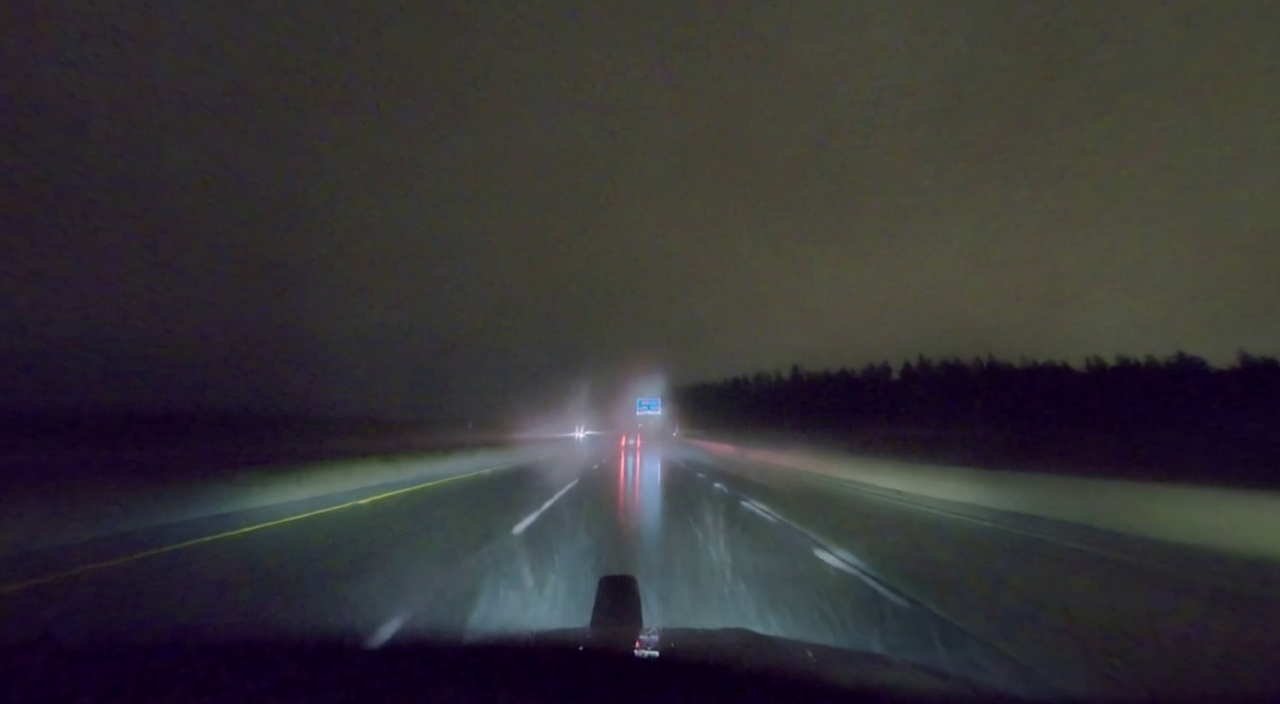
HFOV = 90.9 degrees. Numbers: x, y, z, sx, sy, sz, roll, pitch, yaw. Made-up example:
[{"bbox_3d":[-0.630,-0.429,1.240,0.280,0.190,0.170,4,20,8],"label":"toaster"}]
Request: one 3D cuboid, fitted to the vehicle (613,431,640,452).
[{"bbox_3d":[-1.061,7.014,49.592,1.993,1.519,4.046,0,-8,-1],"label":"vehicle"}]
